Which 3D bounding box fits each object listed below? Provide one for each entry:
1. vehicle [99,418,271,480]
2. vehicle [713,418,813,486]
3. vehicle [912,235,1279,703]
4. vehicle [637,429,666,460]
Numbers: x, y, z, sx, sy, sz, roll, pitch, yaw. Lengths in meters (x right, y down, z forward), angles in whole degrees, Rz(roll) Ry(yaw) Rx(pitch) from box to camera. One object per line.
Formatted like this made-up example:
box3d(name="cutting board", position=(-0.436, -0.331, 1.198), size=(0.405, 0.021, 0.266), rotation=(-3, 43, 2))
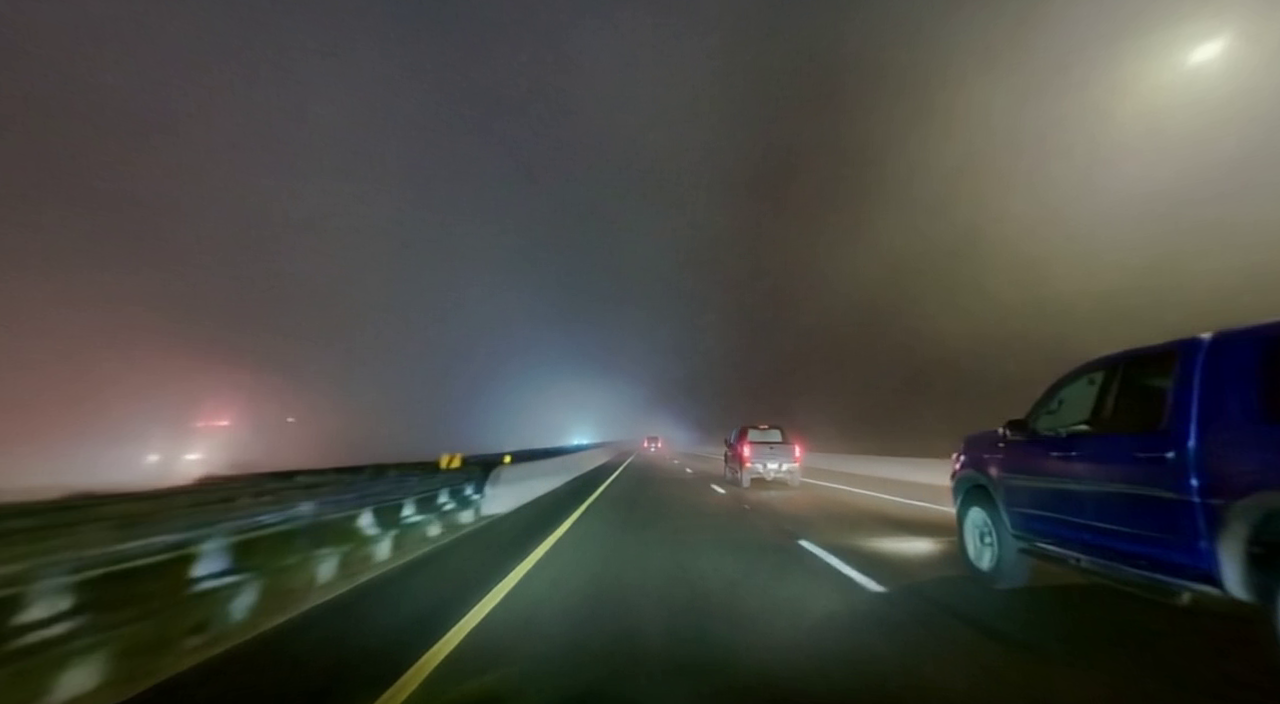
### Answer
box3d(name="vehicle", position=(-18.038, 3.883, 25.536), size=(2.411, 2.161, 5.702), rotation=(-2, -8, 5))
box3d(name="vehicle", position=(4.302, 3.633, 23.202), size=(2.594, 2.155, 5.670), rotation=(0, -8, 1))
box3d(name="vehicle", position=(3.511, 0.694, 3.040), size=(2.145, 2.069, 5.057), rotation=(0, -8, 1))
box3d(name="vehicle", position=(0.884, 7.176, 48.772), size=(2.099, 2.260, 4.899), rotation=(0, -8, 1))
